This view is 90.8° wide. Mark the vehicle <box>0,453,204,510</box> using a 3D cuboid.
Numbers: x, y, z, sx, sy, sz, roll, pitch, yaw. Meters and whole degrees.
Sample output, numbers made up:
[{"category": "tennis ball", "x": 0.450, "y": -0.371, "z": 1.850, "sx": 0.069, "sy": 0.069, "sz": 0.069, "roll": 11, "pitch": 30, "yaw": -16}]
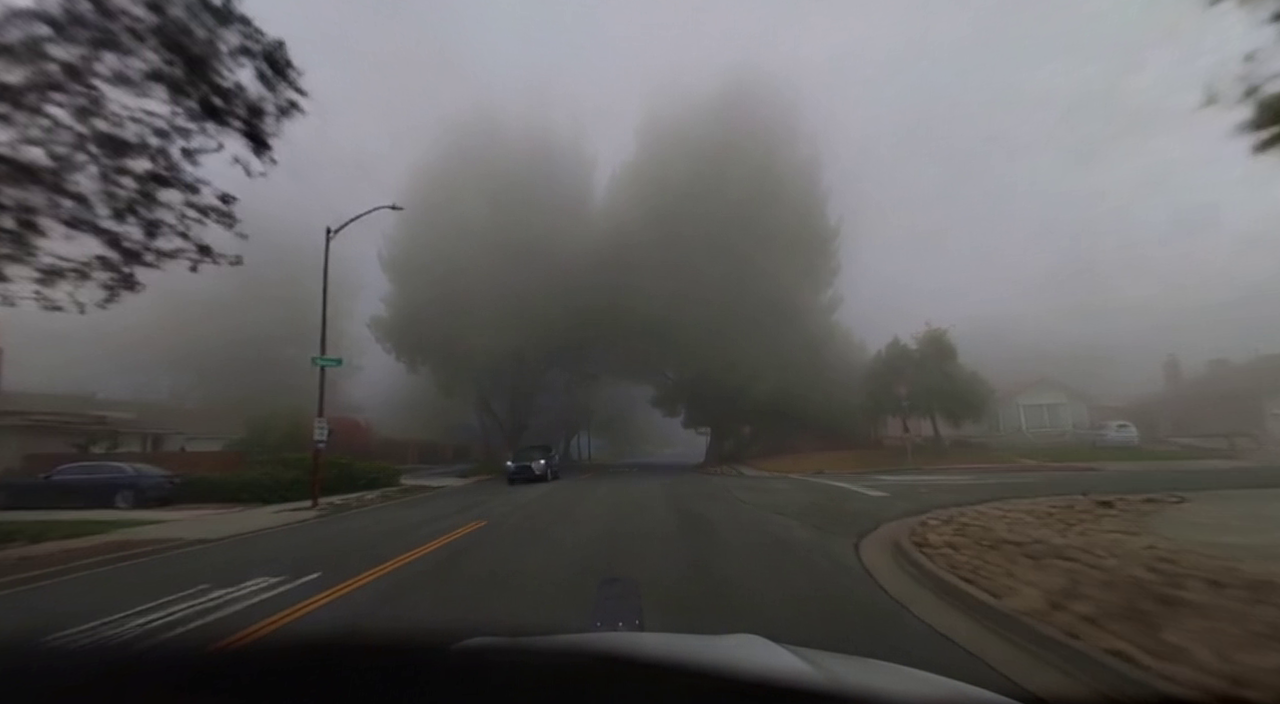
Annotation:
[{"category": "vehicle", "x": -15.360, "y": 3.655, "z": 18.042, "sx": 4.370, "sy": 1.482, "sz": 1.926, "roll": 0, "pitch": -9, "yaw": 2}]

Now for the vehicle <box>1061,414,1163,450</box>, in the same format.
[{"category": "vehicle", "x": 23.108, "y": 3.990, "z": 31.151, "sx": 1.875, "sy": 1.609, "sz": 4.322, "roll": -1, "pitch": -9, "yaw": 4}]

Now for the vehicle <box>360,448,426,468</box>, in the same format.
[{"category": "vehicle", "x": -18.853, "y": 8.098, "z": 48.456, "sx": 4.373, "sy": 1.464, "sz": 1.917, "roll": 1, "pitch": -9, "yaw": -10}]

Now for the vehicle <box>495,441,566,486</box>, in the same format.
[{"category": "vehicle", "x": -4.385, "y": 4.521, "z": 25.975, "sx": 2.025, "sy": 1.660, "sz": 4.151, "roll": 0, "pitch": -9, "yaw": 2}]
